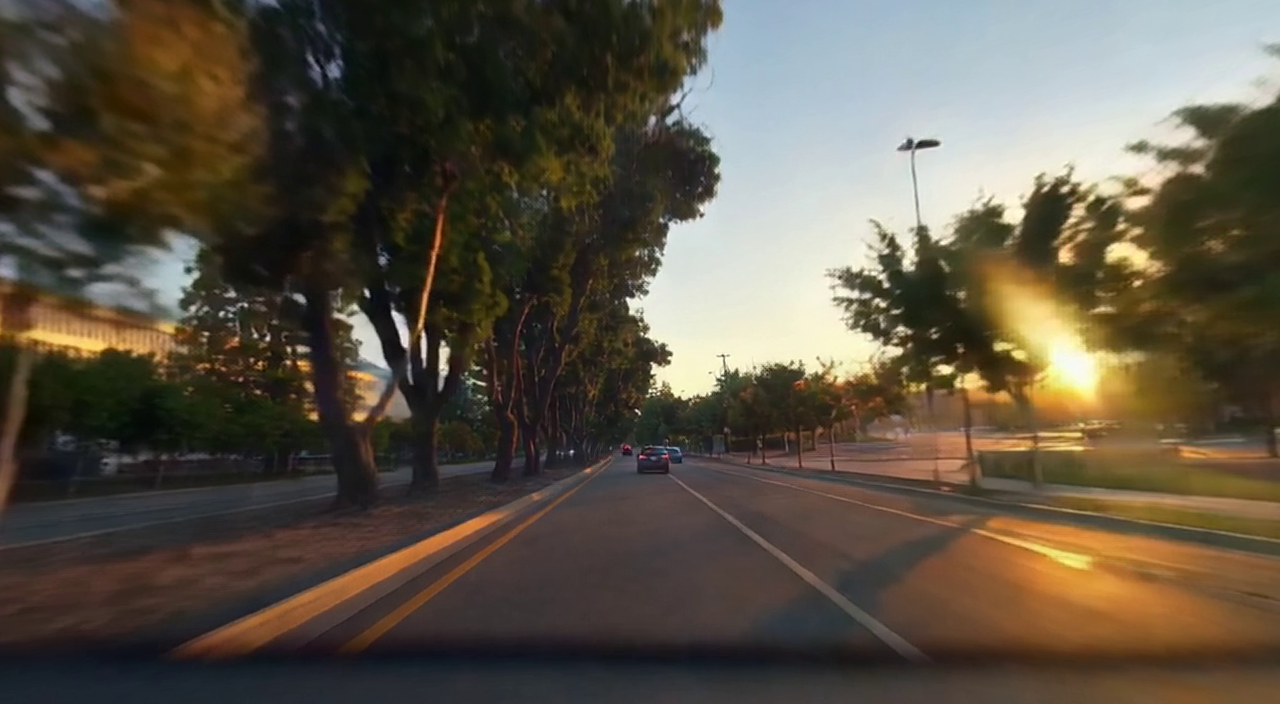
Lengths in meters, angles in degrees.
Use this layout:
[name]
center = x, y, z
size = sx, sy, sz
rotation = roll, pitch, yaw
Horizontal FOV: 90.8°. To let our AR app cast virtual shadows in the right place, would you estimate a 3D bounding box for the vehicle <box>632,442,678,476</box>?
[vehicle]
center = 0.675, 5.288, 31.531
size = 2.048, 1.584, 4.393
rotation = 0, -8, -2
